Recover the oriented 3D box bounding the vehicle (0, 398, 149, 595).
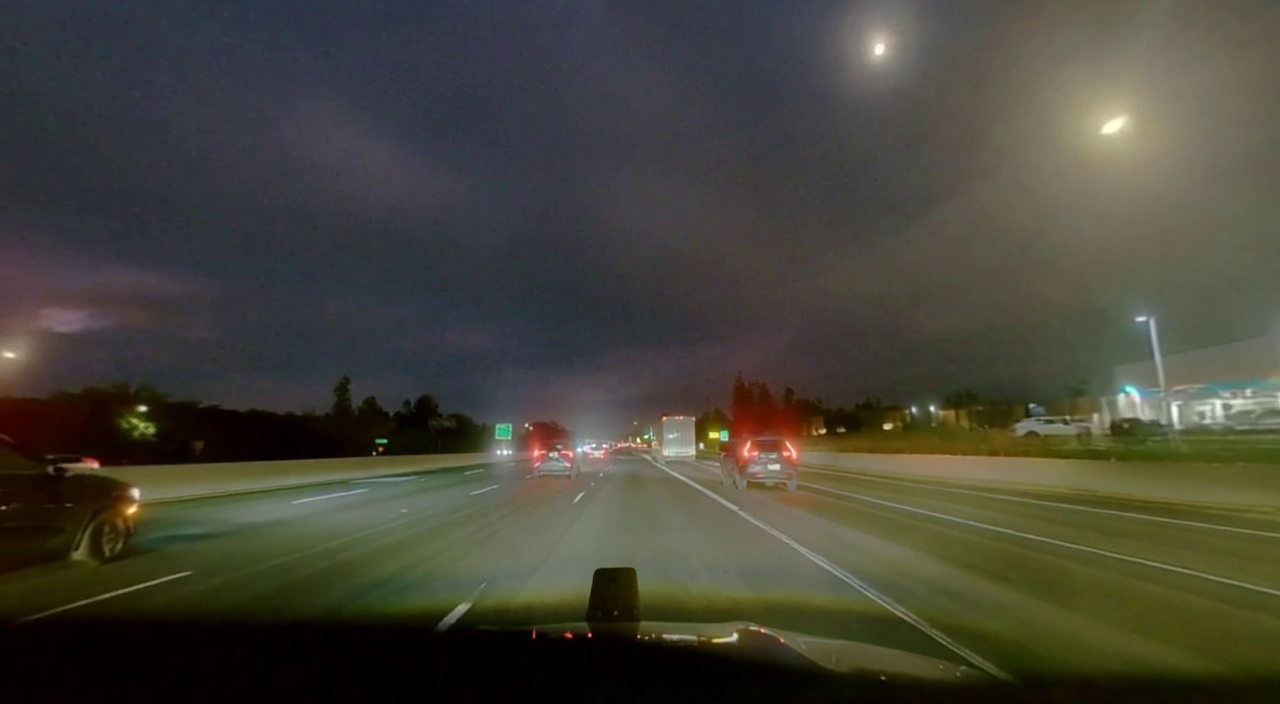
[{"bbox_3d":[-7.047,1.191,4.804,2.129,1.813,5.525,0,-8,0],"label":"vehicle"}]

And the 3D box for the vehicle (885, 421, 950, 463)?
[{"bbox_3d":[19.662,6.448,44.995,2.417,2.793,4.485,0,-9,-1],"label":"vehicle"}]

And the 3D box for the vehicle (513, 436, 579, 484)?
[{"bbox_3d":[-3.686,4.337,25.631,1.987,1.765,4.508,0,-8,0],"label":"vehicle"}]

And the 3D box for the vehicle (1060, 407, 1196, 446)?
[{"bbox_3d":[29.636,4.624,38.607,5.997,2.075,2.388,-3,-9,10],"label":"vehicle"}]

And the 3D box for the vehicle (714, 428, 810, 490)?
[{"bbox_3d":[3.931,3.541,21.202,2.198,1.807,4.530,0,-8,-1],"label":"vehicle"}]
